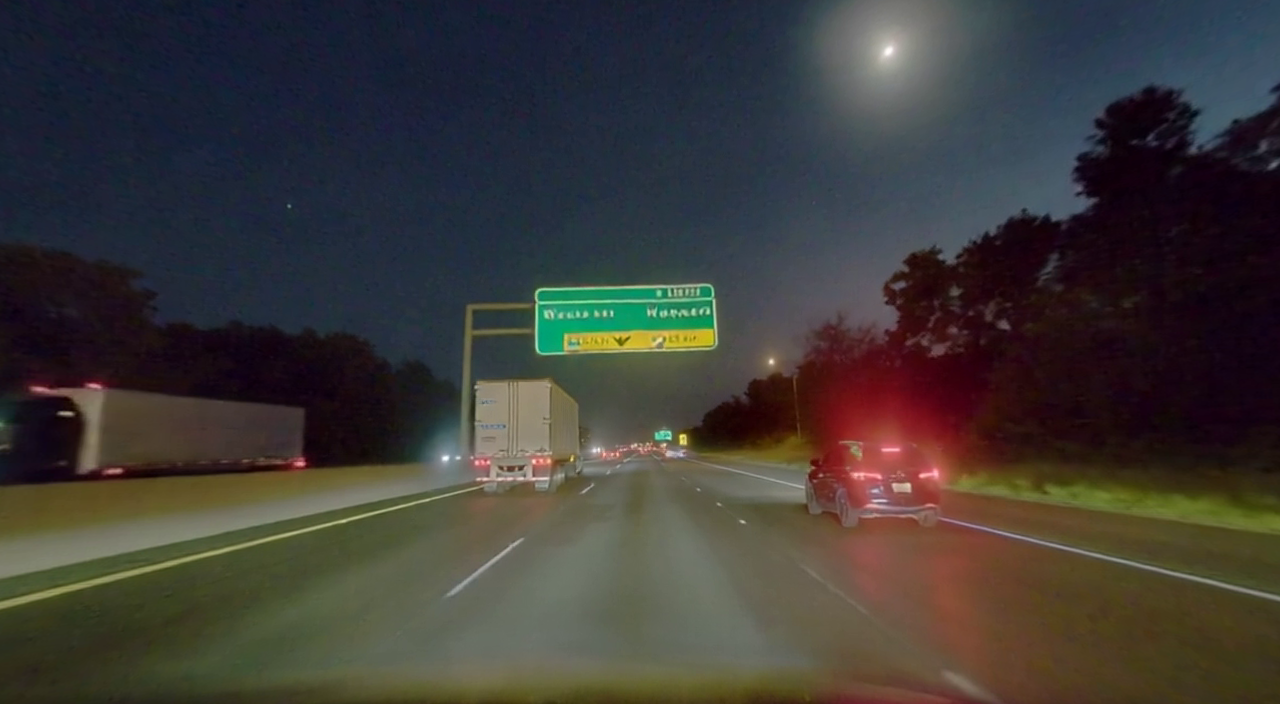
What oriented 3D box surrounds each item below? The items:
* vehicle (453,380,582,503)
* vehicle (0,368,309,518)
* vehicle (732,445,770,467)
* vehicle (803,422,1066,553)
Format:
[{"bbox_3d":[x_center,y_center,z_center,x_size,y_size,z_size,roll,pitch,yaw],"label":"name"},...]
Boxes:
[{"bbox_3d":[-3.515,2.839,19.910,2.667,3.195,6.731,0,-9,0],"label":"vehicle"},{"bbox_3d":[-19.133,3.732,25.009,3.205,4.080,16.329,-2,-9,0],"label":"vehicle"},{"bbox_3d":[7.987,7.511,45.573,1.876,1.475,4.185,0,-9,-1],"label":"vehicle"},{"bbox_3d":[4.066,1.941,9.632,1.983,1.545,4.038,0,-9,-1],"label":"vehicle"}]
